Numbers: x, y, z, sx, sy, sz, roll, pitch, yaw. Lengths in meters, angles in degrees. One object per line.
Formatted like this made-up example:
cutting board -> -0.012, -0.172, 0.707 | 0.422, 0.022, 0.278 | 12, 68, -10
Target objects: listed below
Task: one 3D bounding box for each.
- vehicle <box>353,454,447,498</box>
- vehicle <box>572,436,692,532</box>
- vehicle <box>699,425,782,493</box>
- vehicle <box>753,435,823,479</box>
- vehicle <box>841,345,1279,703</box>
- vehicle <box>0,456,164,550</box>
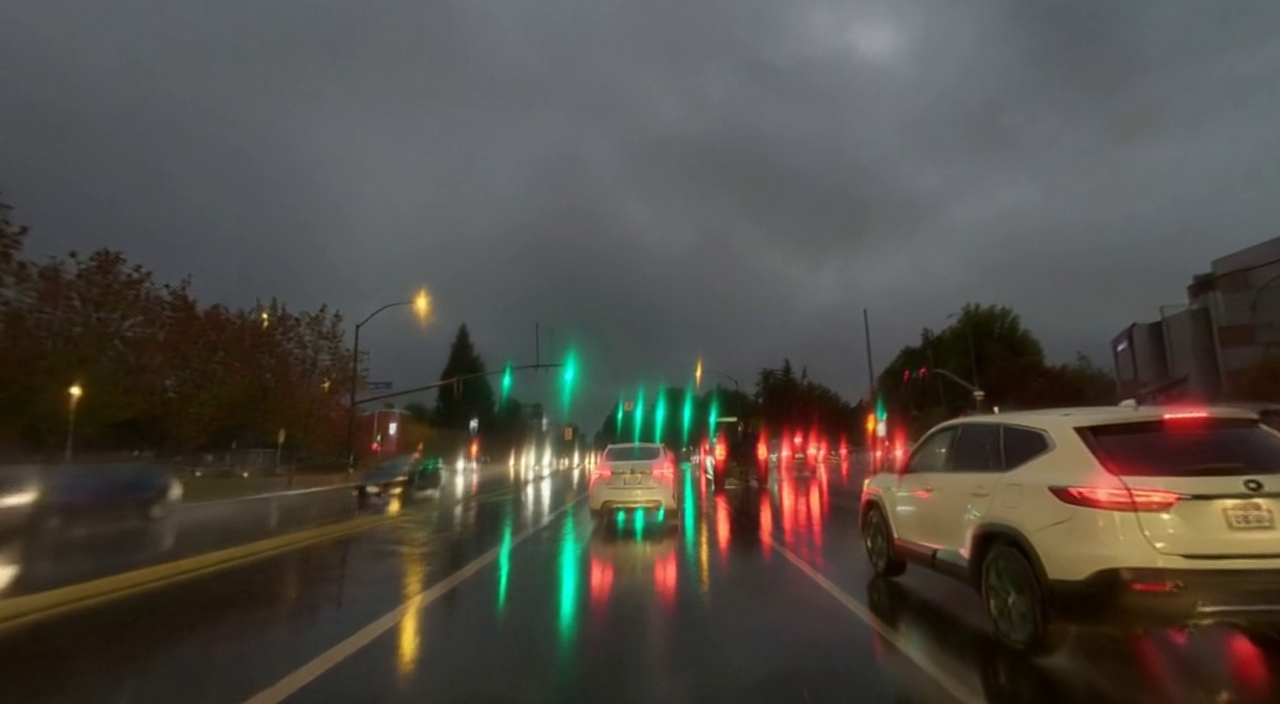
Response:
vehicle -> -9.287, 4.804, 24.748 | 1.933, 1.469, 4.516 | 0, -8, 0
vehicle -> -0.104, 2.635, 13.141 | 2.111, 1.676, 4.018 | 0, -8, 1
vehicle -> 3.977, 4.348, 25.994 | 2.516, 2.481, 5.766 | 0, -8, 1
vehicle -> 7.994, 5.735, 34.584 | 2.627, 2.252, 5.236 | 0, -8, 1
vehicle -> 3.431, 1.256, 5.410 | 1.982, 1.960, 4.427 | 0, -8, 1
vehicle -> -12.631, 3.008, 12.972 | 1.944, 1.638, 4.496 | 0, -8, 1
